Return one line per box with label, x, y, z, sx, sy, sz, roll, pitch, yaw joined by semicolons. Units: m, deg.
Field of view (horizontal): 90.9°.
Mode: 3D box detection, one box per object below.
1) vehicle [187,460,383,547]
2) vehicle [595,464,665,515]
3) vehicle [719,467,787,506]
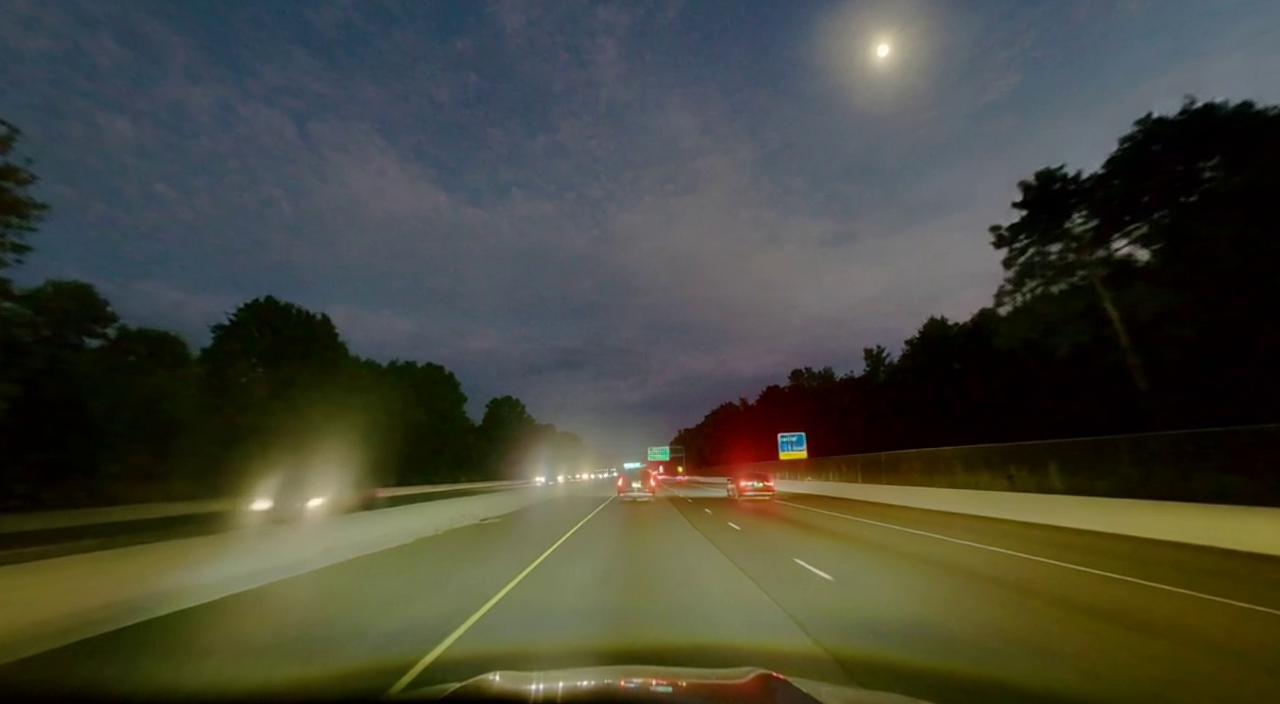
vehicle;-7.463;3.202;13.812;1.911;1.585;3.952;1;-10;0
vehicle;-0.292;4.409;20.547;2.060;1.473;3.726;1;-10;0
vehicle;4.613;5.560;26.334;1.974;1.476;4.119;1;-10;-1
